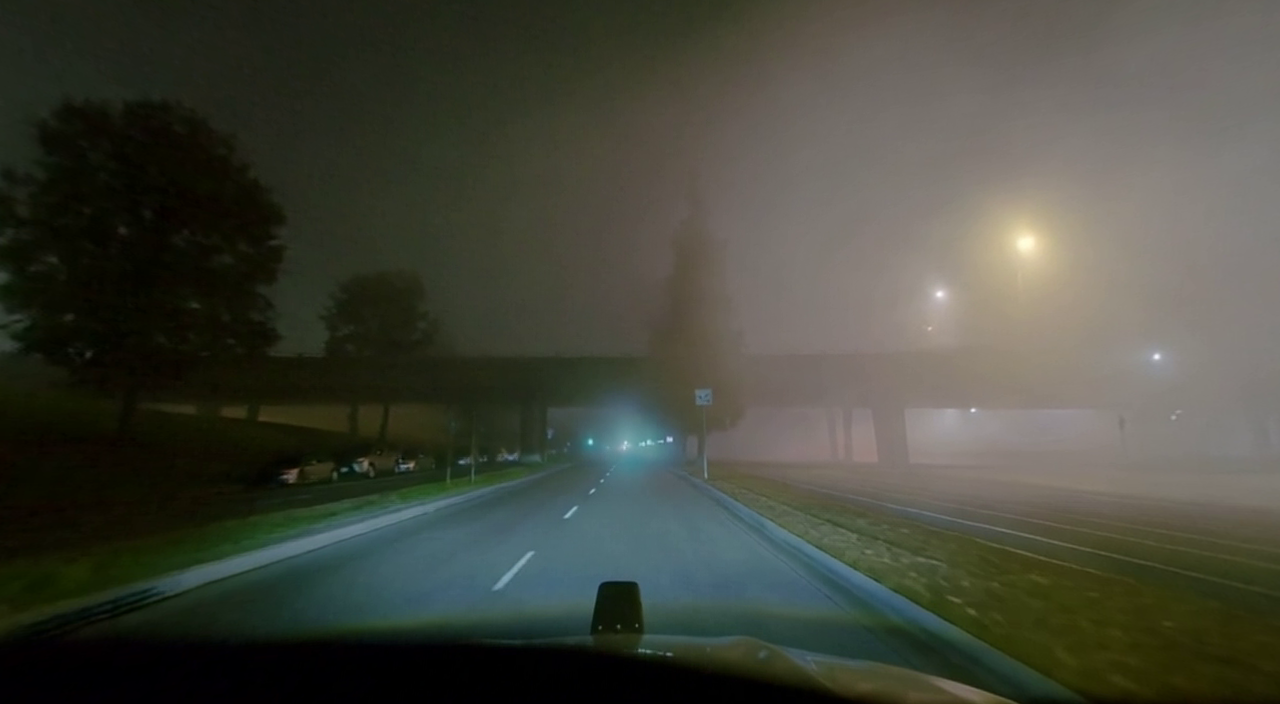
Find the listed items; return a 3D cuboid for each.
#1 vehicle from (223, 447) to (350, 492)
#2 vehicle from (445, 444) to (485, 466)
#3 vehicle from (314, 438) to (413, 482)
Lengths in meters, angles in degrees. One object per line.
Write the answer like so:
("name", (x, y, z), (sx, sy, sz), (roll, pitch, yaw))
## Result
("vehicle", (-13.489, 4.476, 24.523), (2.156, 1.489, 4.758), (0, -8, 0))
("vehicle", (-13.348, 7.838, 48.464), (1.907, 1.553, 4.683), (0, -8, -2))
("vehicle", (-13.138, 5.136, 30.496), (2.064, 1.809, 5.545), (2, -8, 2))
